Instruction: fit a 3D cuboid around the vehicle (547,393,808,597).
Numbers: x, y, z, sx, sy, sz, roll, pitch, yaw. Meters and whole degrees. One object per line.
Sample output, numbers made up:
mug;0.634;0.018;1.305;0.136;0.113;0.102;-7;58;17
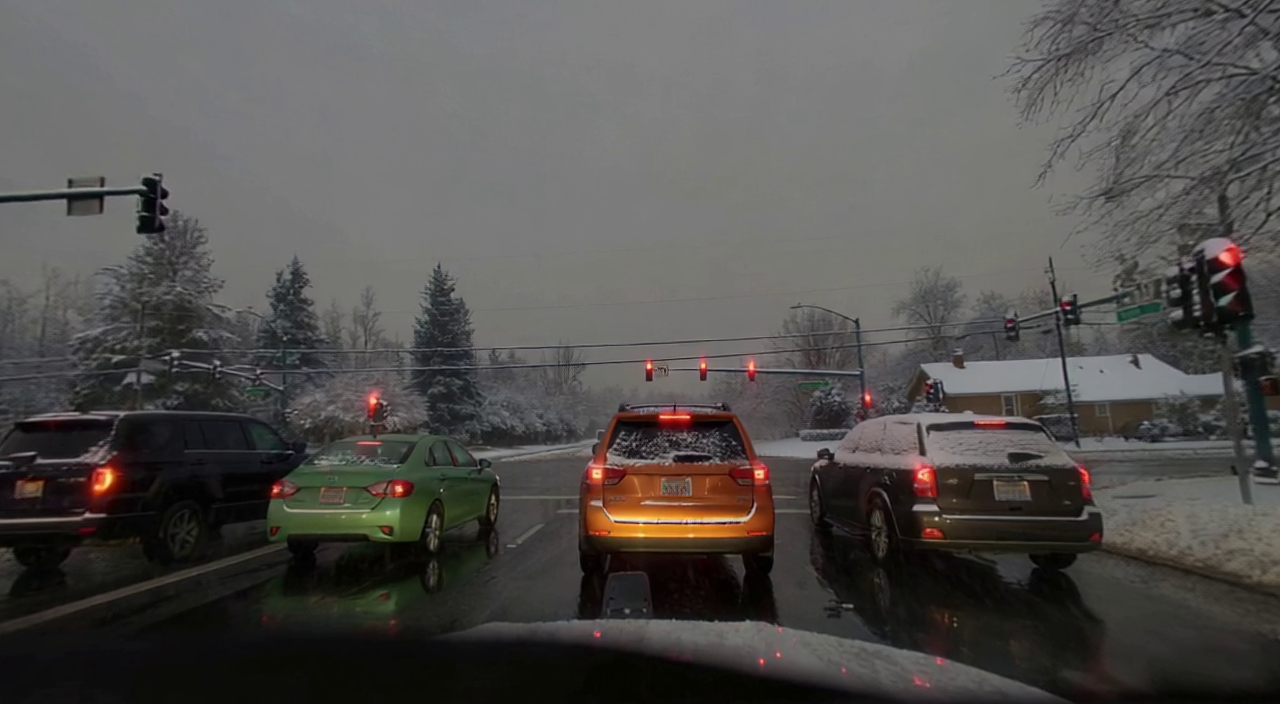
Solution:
vehicle;0.391;1.517;7.493;2.198;1.708;4.170;0;-8;2

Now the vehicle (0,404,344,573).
vehicle;-6.629;1.823;9.242;2.075;1.796;4.785;0;-8;2

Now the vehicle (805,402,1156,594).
vehicle;3.527;1.586;7.738;2.047;1.638;4.395;-1;-8;4

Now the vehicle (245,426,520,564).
vehicle;-3.242;1.882;9.102;1.885;1.475;4.359;-1;-8;4
